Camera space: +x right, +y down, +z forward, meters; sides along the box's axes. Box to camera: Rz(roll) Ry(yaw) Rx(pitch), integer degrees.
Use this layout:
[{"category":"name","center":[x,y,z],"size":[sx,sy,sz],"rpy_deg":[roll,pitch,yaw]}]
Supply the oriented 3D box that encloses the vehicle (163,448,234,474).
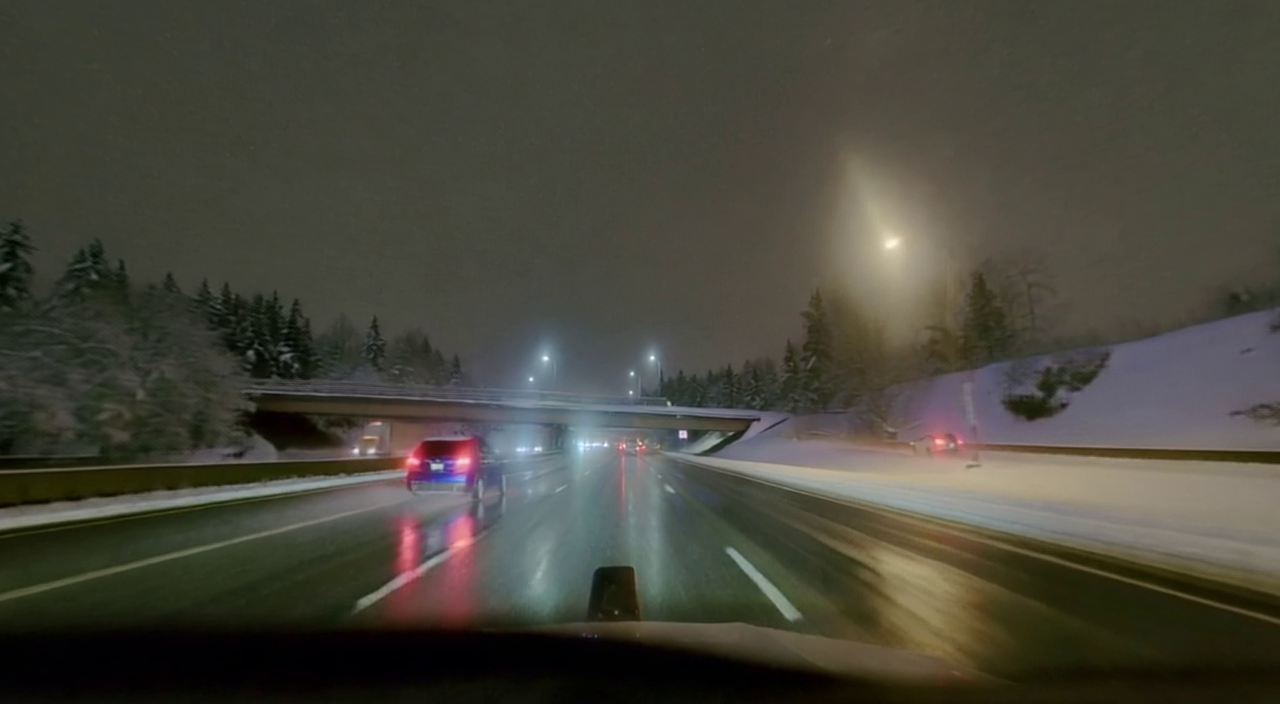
[{"category":"vehicle","center":[-25.237,6.219,36.233],"size":[1.495,1.364,3.350],"rpy_deg":[-1,-9,4]}]

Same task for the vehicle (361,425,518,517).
[{"category":"vehicle","center":[-4.281,2.626,14.447],"size":[2.102,1.727,4.704],"rpy_deg":[0,-9,-1]}]
